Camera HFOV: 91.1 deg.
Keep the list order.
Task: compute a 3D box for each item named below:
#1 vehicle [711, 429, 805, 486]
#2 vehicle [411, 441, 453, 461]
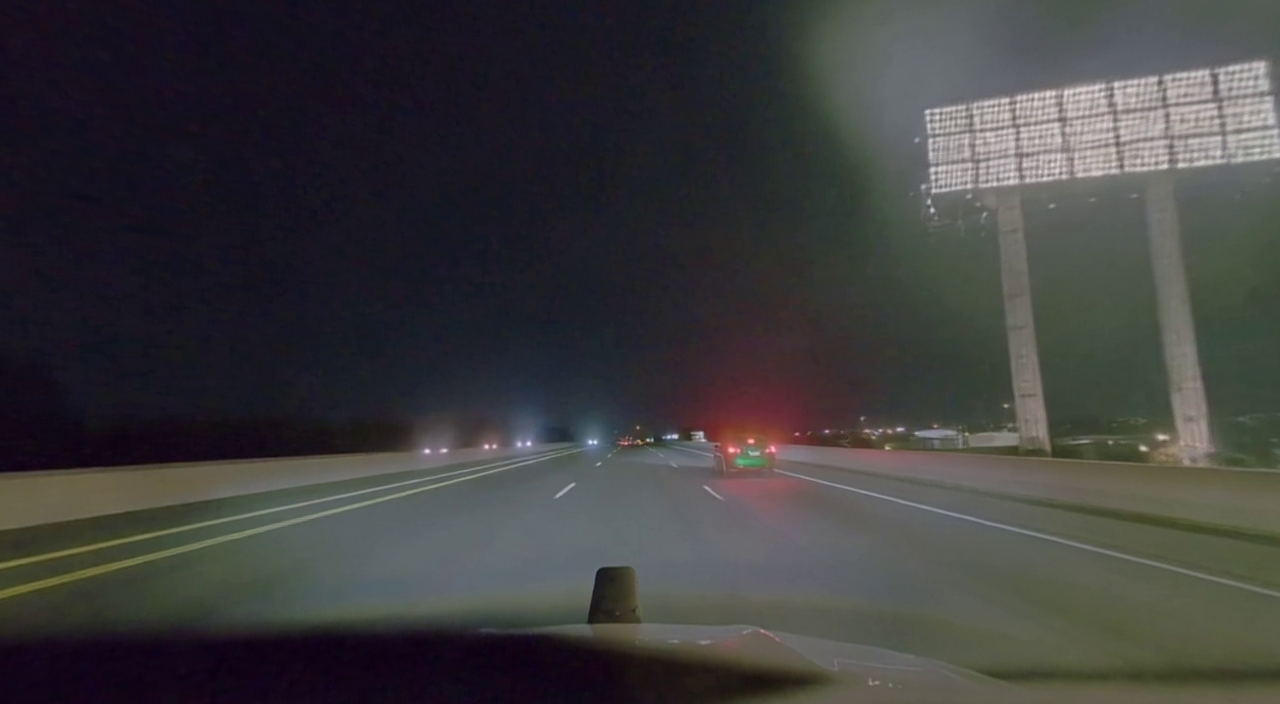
[{"bbox_3d":[3.371,3.092,18.830,1.946,1.481,3.969,0,-8,-2],"label":"vehicle"},{"bbox_3d":[-16.314,7.766,49.510,1.853,1.514,4.183,0,-8,0],"label":"vehicle"}]
